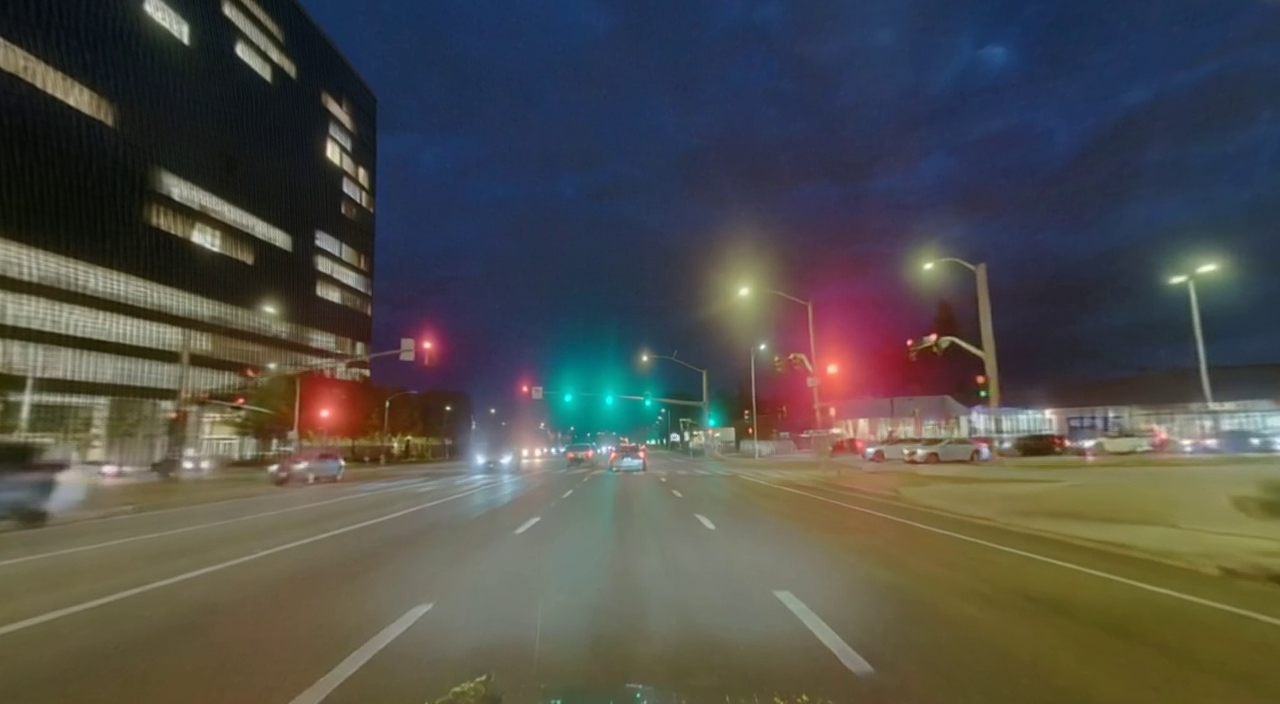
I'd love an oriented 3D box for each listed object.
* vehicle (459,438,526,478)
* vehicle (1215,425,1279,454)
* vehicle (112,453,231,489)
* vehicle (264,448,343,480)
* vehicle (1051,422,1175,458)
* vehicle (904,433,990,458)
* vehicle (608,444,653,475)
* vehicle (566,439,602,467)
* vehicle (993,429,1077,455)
[{"bbox_3d":[-6.547,4.758,28.525,1.937,1.659,4.259,0,-9,0],"label":"vehicle"},{"bbox_3d":[37.329,5.124,37.221,4.557,1.493,1.919,-5,-6,16],"label":"vehicle"},{"bbox_3d":[-21.565,5.455,29.370,1.955,1.477,4.672,0,-9,-1],"label":"vehicle"},{"bbox_3d":[-18.065,5.997,34.189,1.793,1.547,4.552,0,-9,-1],"label":"vehicle"},{"bbox_3d":[29.012,5.413,38.951,5.696,1.795,1.856,-5,-7,14],"label":"vehicle"},{"bbox_3d":[20.164,6.204,41.694,4.778,1.588,1.822,-3,-9,16],"label":"vehicle"},{"bbox_3d":[-0.483,5.201,30.881,2.050,1.385,4.096,0,-9,-1],"label":"vehicle"},{"bbox_3d":[-3.687,6.756,42.409,2.001,1.784,4.483,0,-9,0],"label":"vehicle"},{"bbox_3d":[26.947,6.157,43.263,4.424,1.713,1.887,-2,-8,16],"label":"vehicle"}]
